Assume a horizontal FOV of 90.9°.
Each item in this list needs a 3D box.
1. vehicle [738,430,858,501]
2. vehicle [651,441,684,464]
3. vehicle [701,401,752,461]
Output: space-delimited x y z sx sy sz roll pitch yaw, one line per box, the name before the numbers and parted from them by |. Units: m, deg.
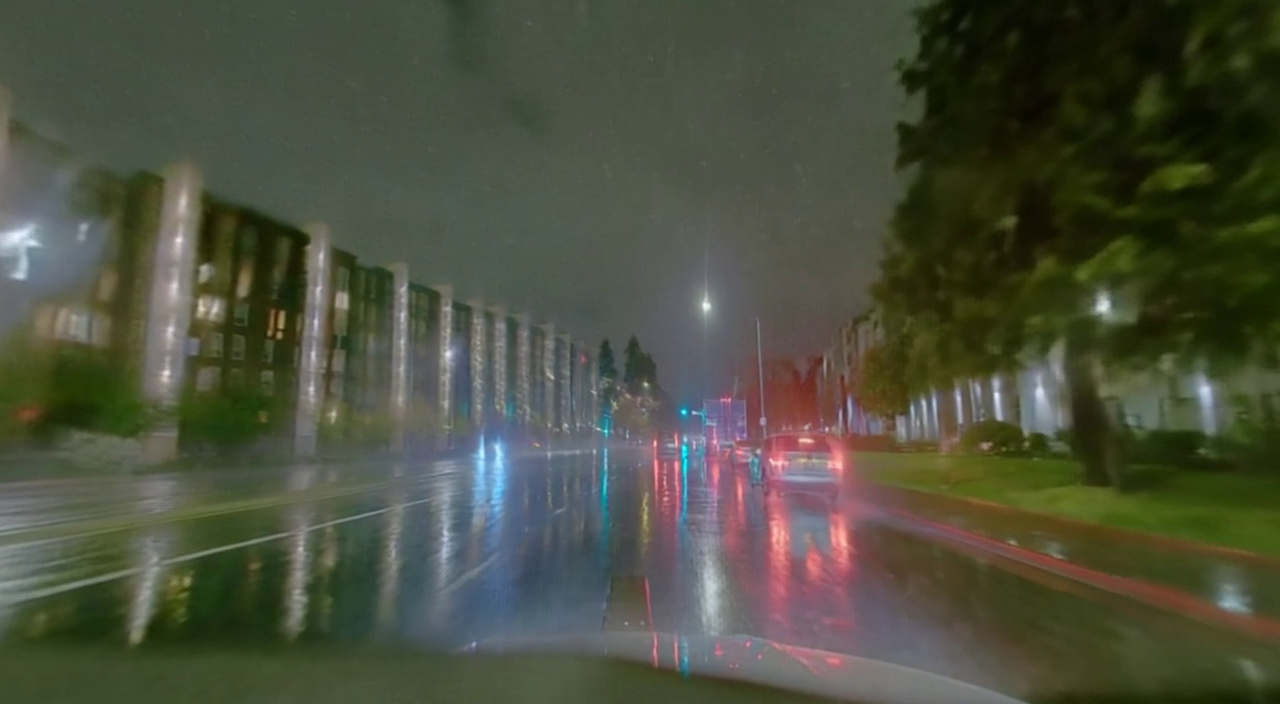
vehicle | 4.090 3.018 17.224 2.121 1.659 4.675 0 -8 1
vehicle | 1.784 6.224 39.230 1.871 1.370 4.206 -1 -8 5
vehicle | 6.375 6.210 48.425 3.157 3.982 13.307 -1 -8 5
